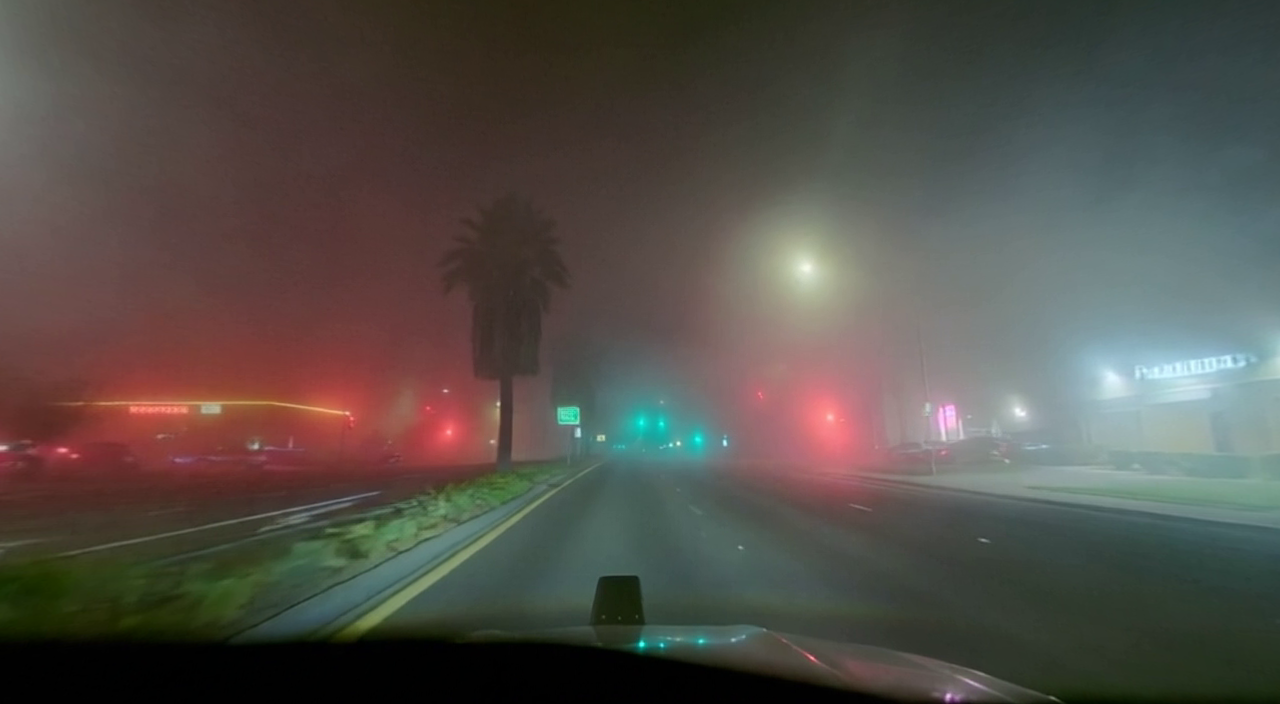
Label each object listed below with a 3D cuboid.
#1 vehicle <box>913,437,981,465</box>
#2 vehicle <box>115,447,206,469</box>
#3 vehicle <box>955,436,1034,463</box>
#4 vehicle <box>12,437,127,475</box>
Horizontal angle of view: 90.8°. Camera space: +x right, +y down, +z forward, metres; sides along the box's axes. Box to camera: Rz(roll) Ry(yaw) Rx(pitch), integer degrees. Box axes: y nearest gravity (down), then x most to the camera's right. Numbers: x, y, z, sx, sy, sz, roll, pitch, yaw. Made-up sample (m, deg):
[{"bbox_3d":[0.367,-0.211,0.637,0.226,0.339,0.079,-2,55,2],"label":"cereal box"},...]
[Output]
[{"bbox_3d":[17.891,5.765,37.013,1.852,1.487,3.896,-1,-8,-3],"label":"vehicle"},{"bbox_3d":[-32.563,7.193,43.002,4.527,1.453,2.006,0,-9,-1],"label":"vehicle"},{"bbox_3d":[20.700,5.747,37.160,1.986,1.454,4.332,-1,-9,-2],"label":"vehicle"},{"bbox_3d":[-32.430,5.909,36.023,4.437,2.070,2.023,0,-9,-2],"label":"vehicle"}]
